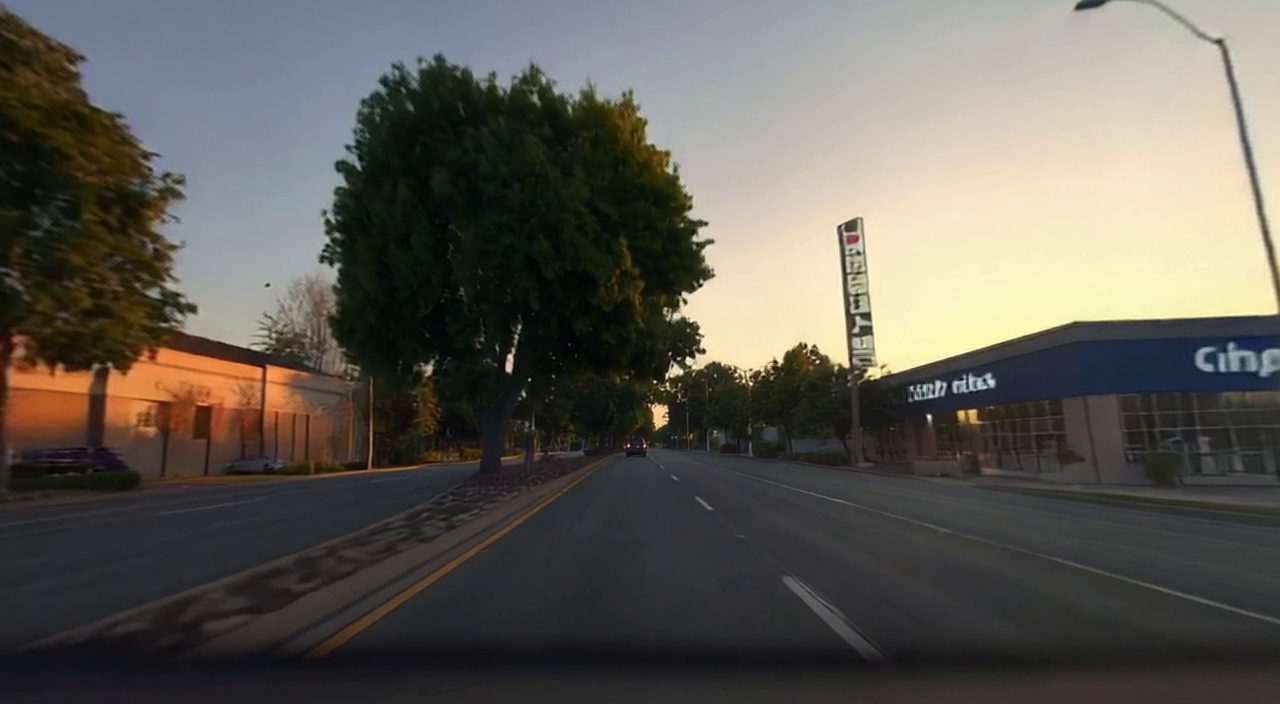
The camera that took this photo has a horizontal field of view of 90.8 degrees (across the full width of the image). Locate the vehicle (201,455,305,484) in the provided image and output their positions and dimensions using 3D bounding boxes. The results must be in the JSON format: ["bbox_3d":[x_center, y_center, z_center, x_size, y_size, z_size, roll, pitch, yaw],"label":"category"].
[{"bbox_3d":[-21.324,6.446,34.863,4.665,1.486,1.918,-2,-9,9],"label":"vehicle"}]
